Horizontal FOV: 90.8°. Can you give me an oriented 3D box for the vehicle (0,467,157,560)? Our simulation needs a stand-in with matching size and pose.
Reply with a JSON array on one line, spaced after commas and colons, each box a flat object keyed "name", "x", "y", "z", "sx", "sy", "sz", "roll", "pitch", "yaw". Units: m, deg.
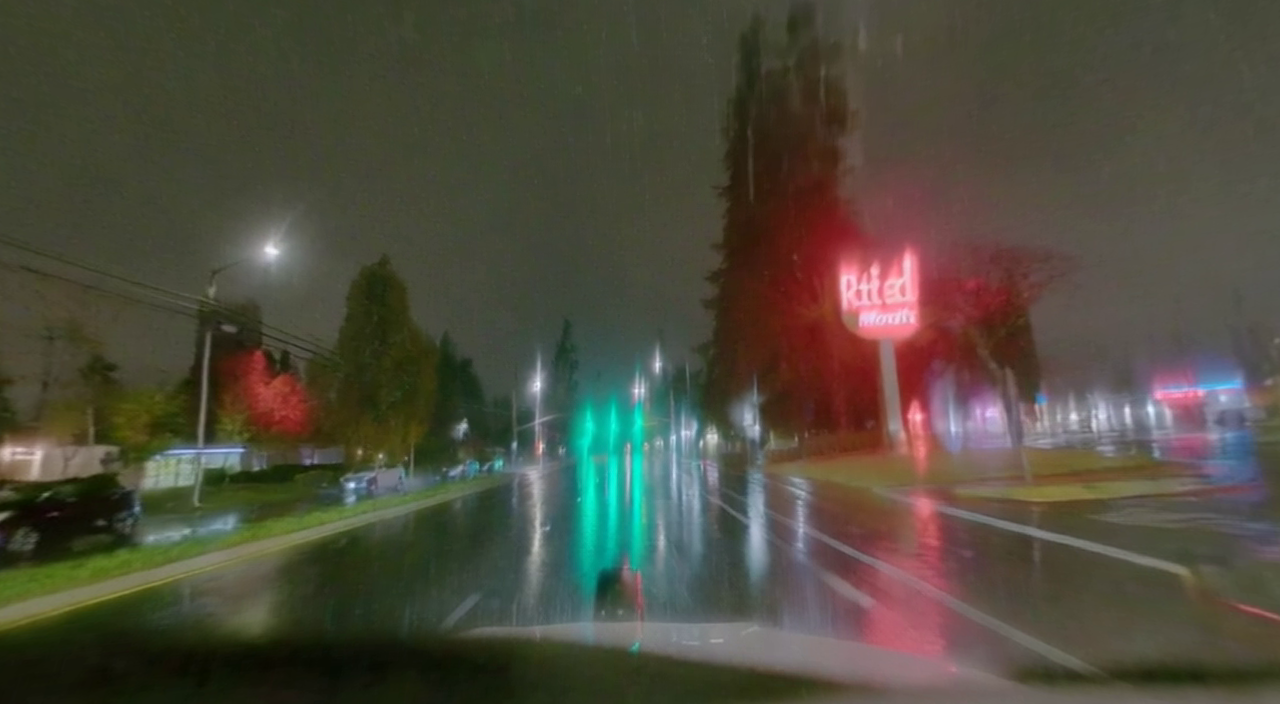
[{"name": "vehicle", "x": -12.628, "y": 3.372, "z": 13.354, "sx": 1.953, "sy": 1.558, "sz": 3.839, "roll": -6, "pitch": -9, "yaw": -2}]

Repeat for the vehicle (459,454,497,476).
[{"name": "vehicle", "x": -12.626, "y": 8.823, "z": 49.398, "sx": 1.854, "sy": 1.442, "sz": 4.213, "roll": -4, "pitch": -8, "yaw": -1}]

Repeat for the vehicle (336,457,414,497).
[{"name": "vehicle", "x": -12.627, "y": 5.933, "z": 30.349, "sx": 1.986, "sy": 1.488, "sz": 4.330, "roll": -5, "pitch": -8, "yaw": -2}]
